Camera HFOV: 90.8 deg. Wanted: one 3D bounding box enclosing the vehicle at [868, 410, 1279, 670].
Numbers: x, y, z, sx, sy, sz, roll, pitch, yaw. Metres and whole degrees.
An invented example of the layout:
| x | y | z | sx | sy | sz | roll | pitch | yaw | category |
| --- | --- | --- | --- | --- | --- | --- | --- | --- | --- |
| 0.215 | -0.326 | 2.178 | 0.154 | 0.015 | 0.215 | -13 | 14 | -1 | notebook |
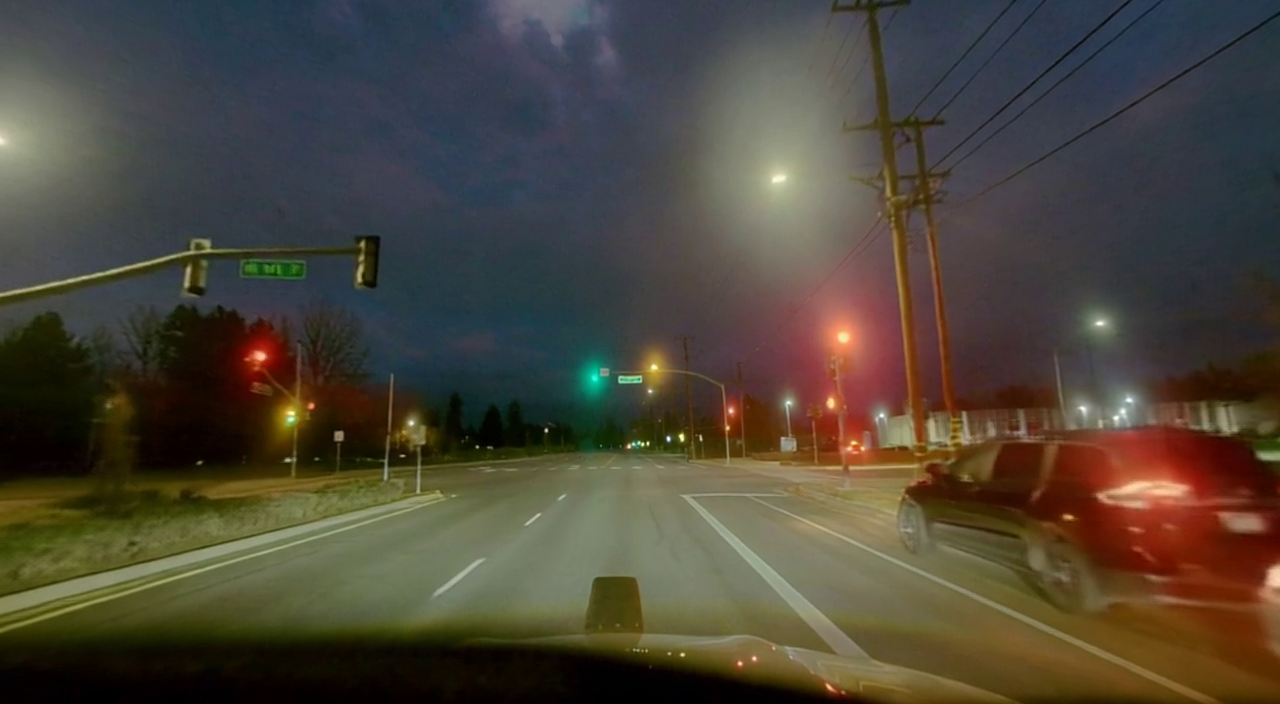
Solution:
| x | y | z | sx | sy | sz | roll | pitch | yaw | category |
| --- | --- | --- | --- | --- | --- | --- | --- | --- | --- |
| 4.004 | 1.436 | 5.956 | 1.961 | 1.497 | 4.415 | 0 | -9 | -1 | vehicle |

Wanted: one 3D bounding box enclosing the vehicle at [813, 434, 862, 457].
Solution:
| x | y | z | sx | sy | sz | roll | pitch | yaw | category |
| --- | --- | --- | --- | --- | --- | --- | --- | --- | --- |
| 15.009 | 7.172 | 48.366 | 1.959 | 1.471 | 4.570 | -4 | -9 | -4 | vehicle |

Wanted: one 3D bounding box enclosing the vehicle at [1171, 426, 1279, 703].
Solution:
| x | y | z | sx | sy | sz | roll | pitch | yaw | category |
| --- | --- | --- | --- | --- | --- | --- | --- | --- | --- |
| 3.967 | 0.803 | 1.238 | 1.833 | 1.444 | 4.589 | 0 | -9 | 0 | vehicle |
